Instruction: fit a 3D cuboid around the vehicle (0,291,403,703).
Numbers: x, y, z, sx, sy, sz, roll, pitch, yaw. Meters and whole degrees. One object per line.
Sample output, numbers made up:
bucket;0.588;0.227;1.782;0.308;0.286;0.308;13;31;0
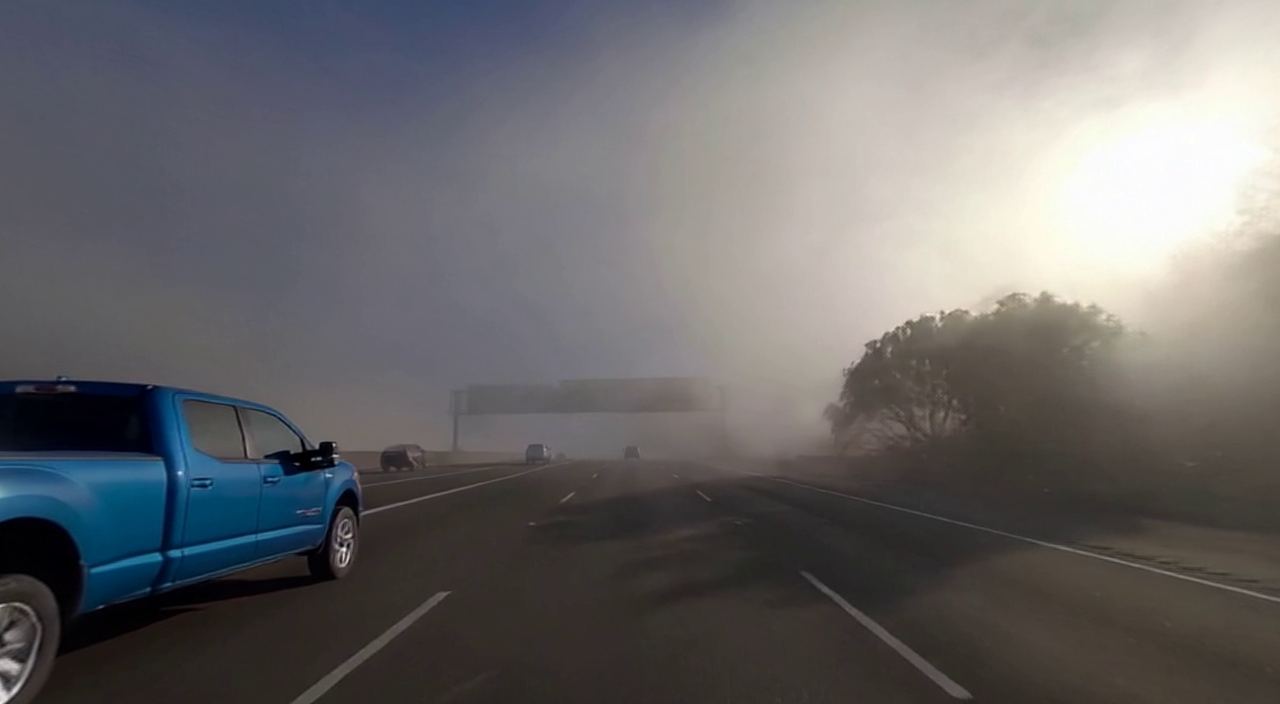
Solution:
vehicle;-4.112;1.001;4.664;2.339;2.004;6.171;0;-9;0
